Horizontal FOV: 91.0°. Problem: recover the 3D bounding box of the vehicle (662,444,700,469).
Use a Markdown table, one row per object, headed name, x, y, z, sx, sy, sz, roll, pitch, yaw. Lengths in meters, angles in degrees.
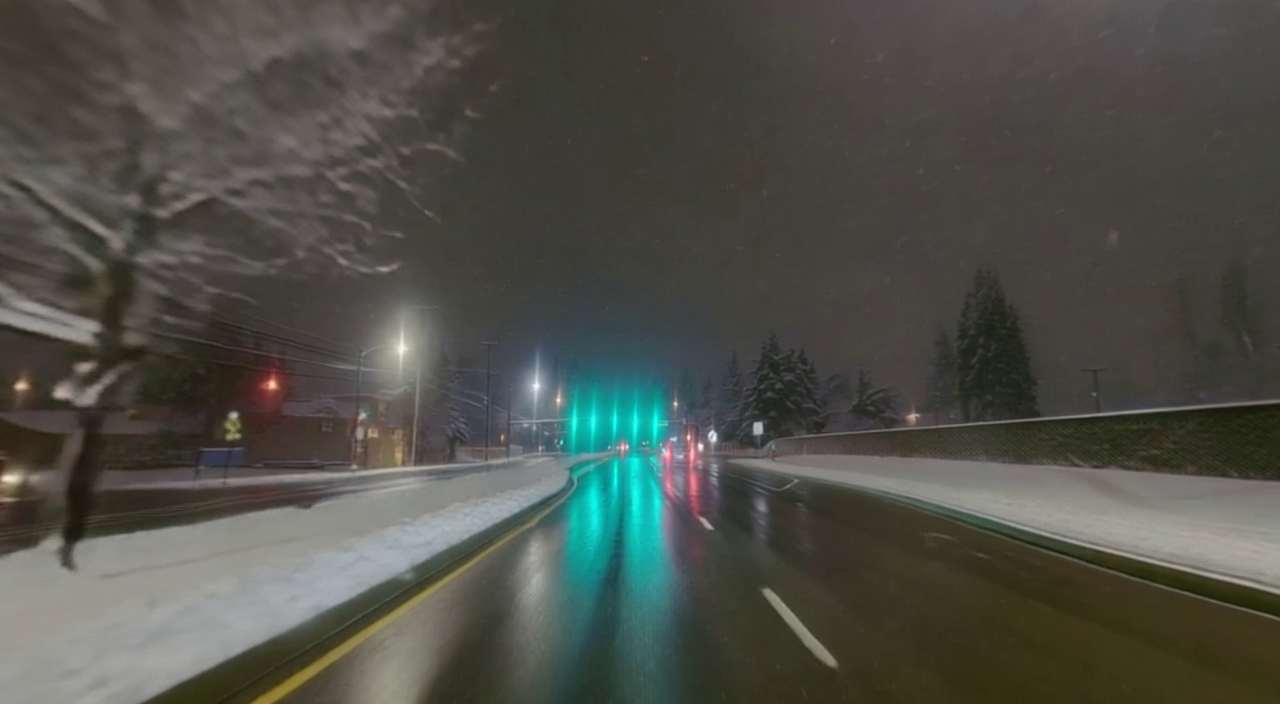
| name | x | y | z | sx | sy | sz | roll | pitch | yaw |
| --- | --- | --- | --- | --- | --- | --- | --- | --- | --- |
| vehicle | 2.522 | 6.606 | 39.846 | 2.105 | 1.490 | 4.008 | 0 | -9 | -1 |
